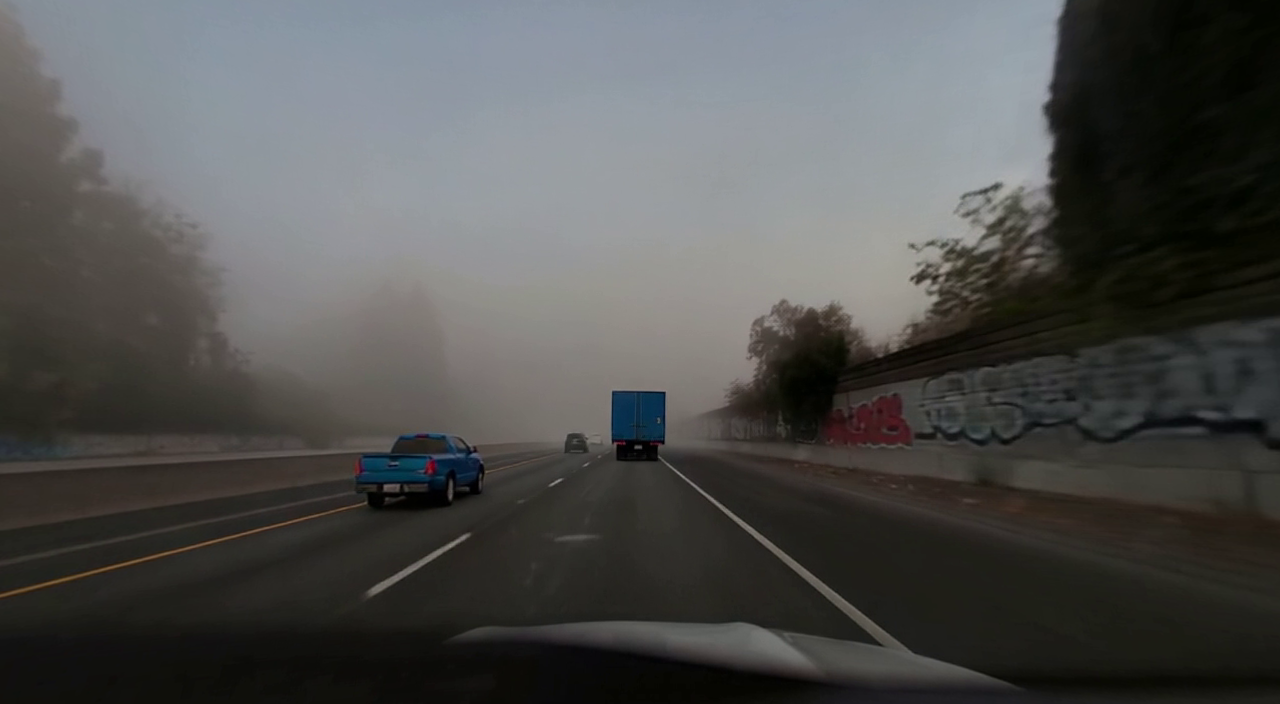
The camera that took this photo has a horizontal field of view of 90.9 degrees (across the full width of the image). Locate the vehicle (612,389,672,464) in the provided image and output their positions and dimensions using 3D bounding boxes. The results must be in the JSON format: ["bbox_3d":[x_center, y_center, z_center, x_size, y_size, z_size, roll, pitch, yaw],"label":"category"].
[{"bbox_3d":[-0.042,4.304,35.610,2.927,3.649,9.443,0,-8,-2],"label":"vehicle"}]

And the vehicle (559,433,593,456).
[{"bbox_3d":[-4.647,6.759,46.149,2.058,1.645,4.130,0,-8,0],"label":"vehicle"}]

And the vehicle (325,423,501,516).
[{"bbox_3d":[-4.308,2.279,12.844,1.948,1.526,4.525,0,-8,-1],"label":"vehicle"}]
